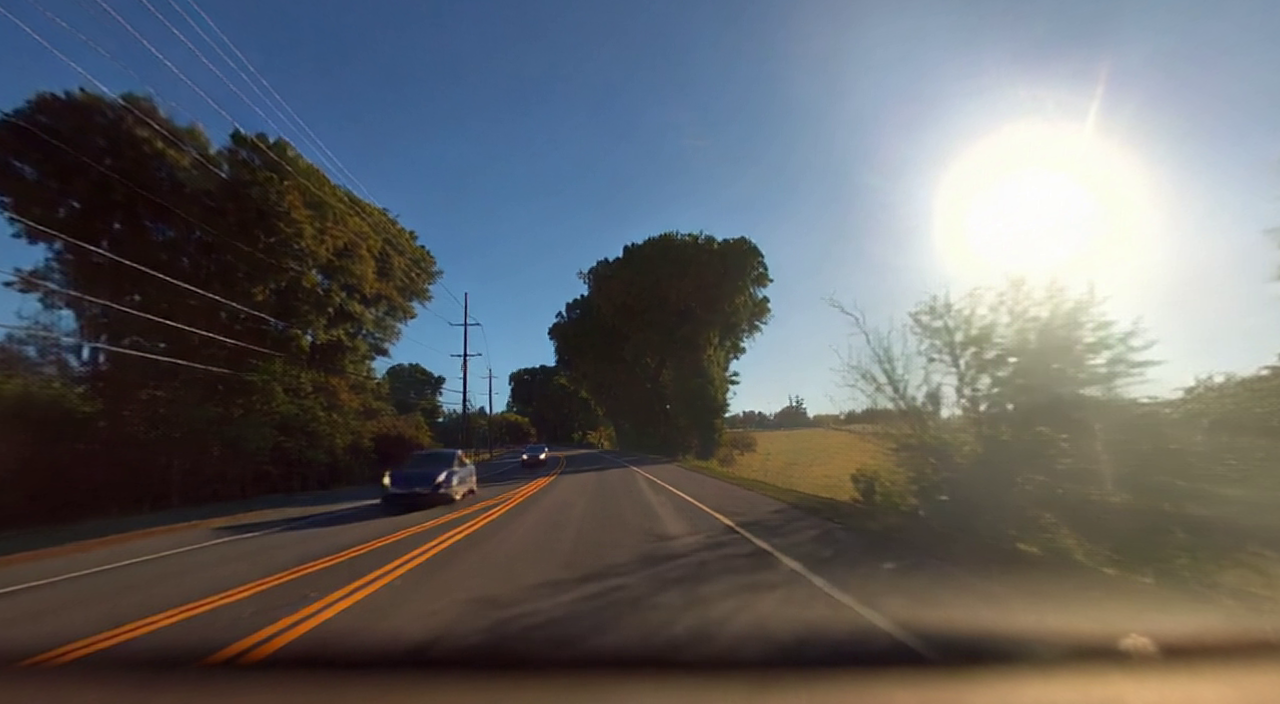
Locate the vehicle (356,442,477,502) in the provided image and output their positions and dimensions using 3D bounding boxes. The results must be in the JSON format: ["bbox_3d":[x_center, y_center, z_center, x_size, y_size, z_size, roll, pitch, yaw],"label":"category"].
[{"bbox_3d":[-6.783,3.664,19.802,2.099,1.640,4.555,0,-8,0],"label":"vehicle"}]

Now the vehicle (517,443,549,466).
[{"bbox_3d":[-7.648,7.351,45.519,1.950,1.522,4.180,0,-8,-5],"label":"vehicle"}]
